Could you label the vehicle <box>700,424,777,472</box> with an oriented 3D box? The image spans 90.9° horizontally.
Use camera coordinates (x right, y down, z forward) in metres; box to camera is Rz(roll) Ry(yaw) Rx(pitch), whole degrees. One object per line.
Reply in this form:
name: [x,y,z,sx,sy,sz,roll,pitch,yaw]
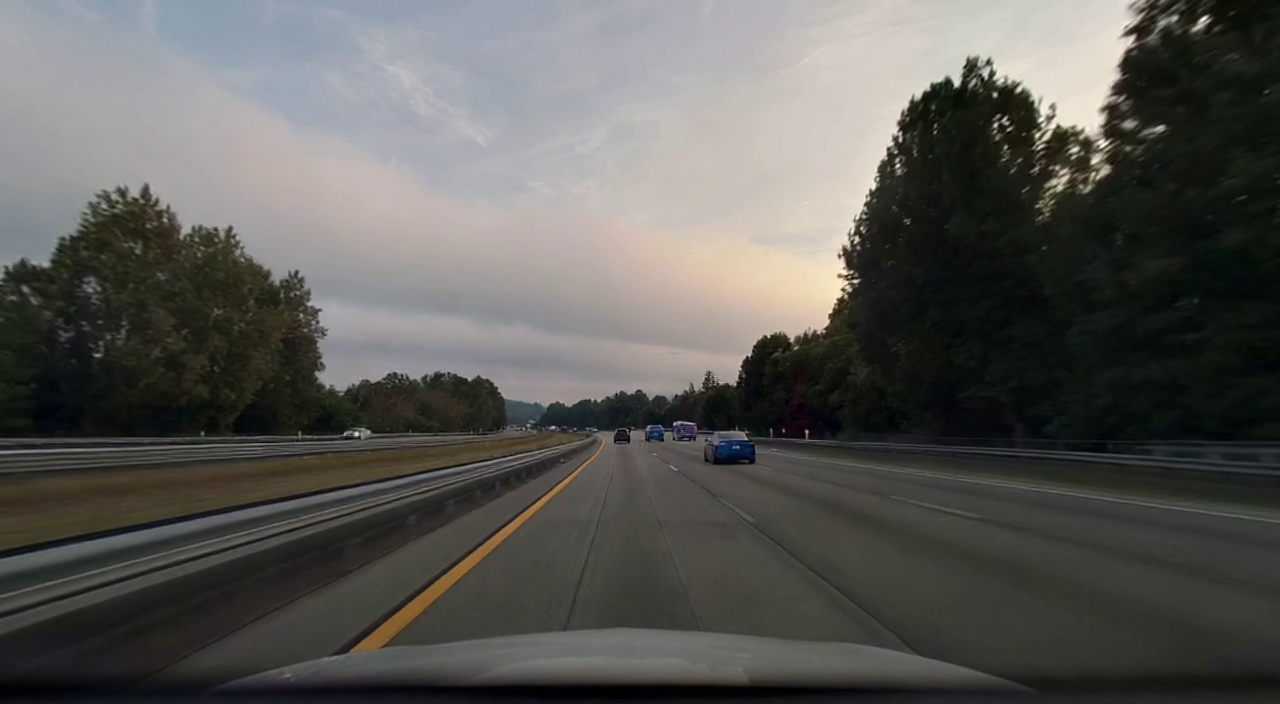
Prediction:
vehicle: [3.472,3.462,22.937,2.002,1.569,3.845,0,-8,-2]
